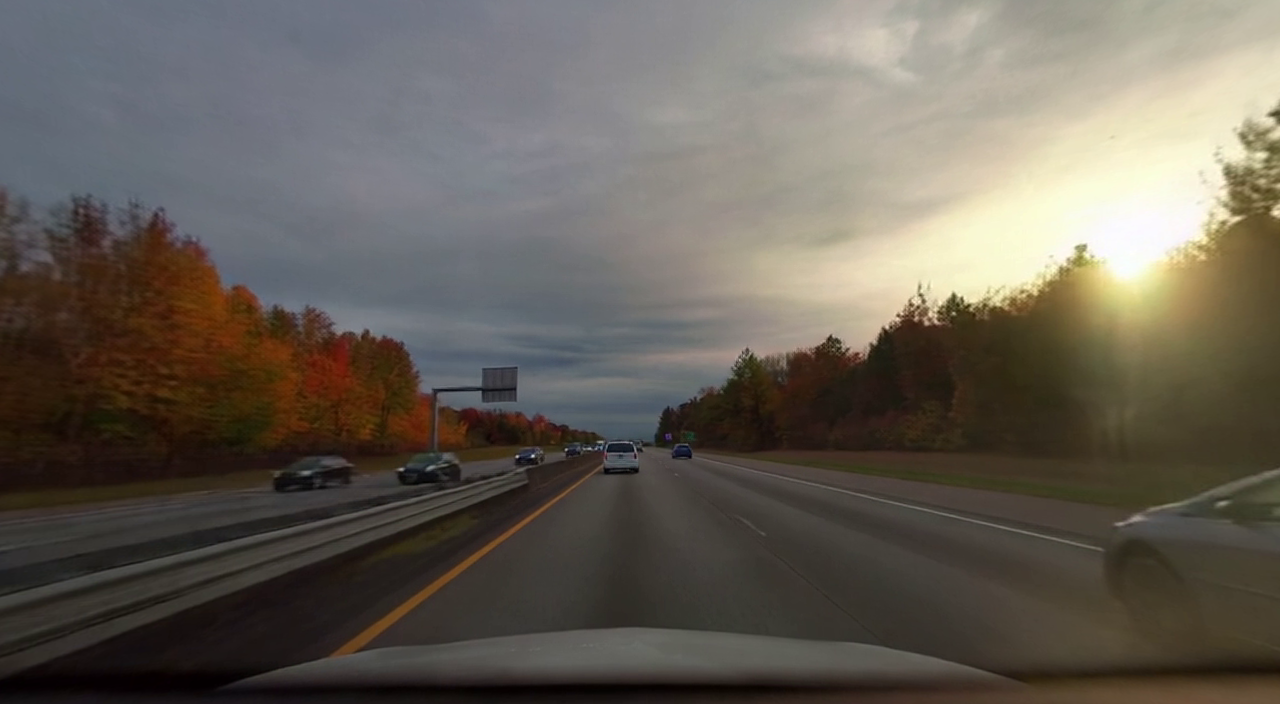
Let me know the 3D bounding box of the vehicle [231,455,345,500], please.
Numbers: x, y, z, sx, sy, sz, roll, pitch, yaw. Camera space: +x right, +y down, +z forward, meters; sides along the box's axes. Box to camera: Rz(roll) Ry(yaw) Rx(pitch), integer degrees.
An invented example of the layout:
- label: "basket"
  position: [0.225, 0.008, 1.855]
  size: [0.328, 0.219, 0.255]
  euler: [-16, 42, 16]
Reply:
- label: "vehicle"
  position: [-13.716, 4.867, 24.778]
  size: [1.940, 1.529, 4.496]
  euler: [0, -9, 0]

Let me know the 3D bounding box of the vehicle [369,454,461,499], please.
- label: "vehicle"
  position: [-8.579, 4.767, 24.374]
  size: [1.950, 1.479, 4.517]
  euler: [0, -9, 0]

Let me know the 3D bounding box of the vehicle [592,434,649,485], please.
- label: "vehicle"
  position: [-0.664, 3.965, 23.340]
  size: [1.937, 1.699, 3.936]
  euler: [0, -9, 0]

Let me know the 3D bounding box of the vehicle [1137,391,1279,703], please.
- label: "vehicle"
  position: [3.939, 0.720, 1.507]
  size: [1.843, 1.505, 4.339]
  euler: [0, -9, -1]
